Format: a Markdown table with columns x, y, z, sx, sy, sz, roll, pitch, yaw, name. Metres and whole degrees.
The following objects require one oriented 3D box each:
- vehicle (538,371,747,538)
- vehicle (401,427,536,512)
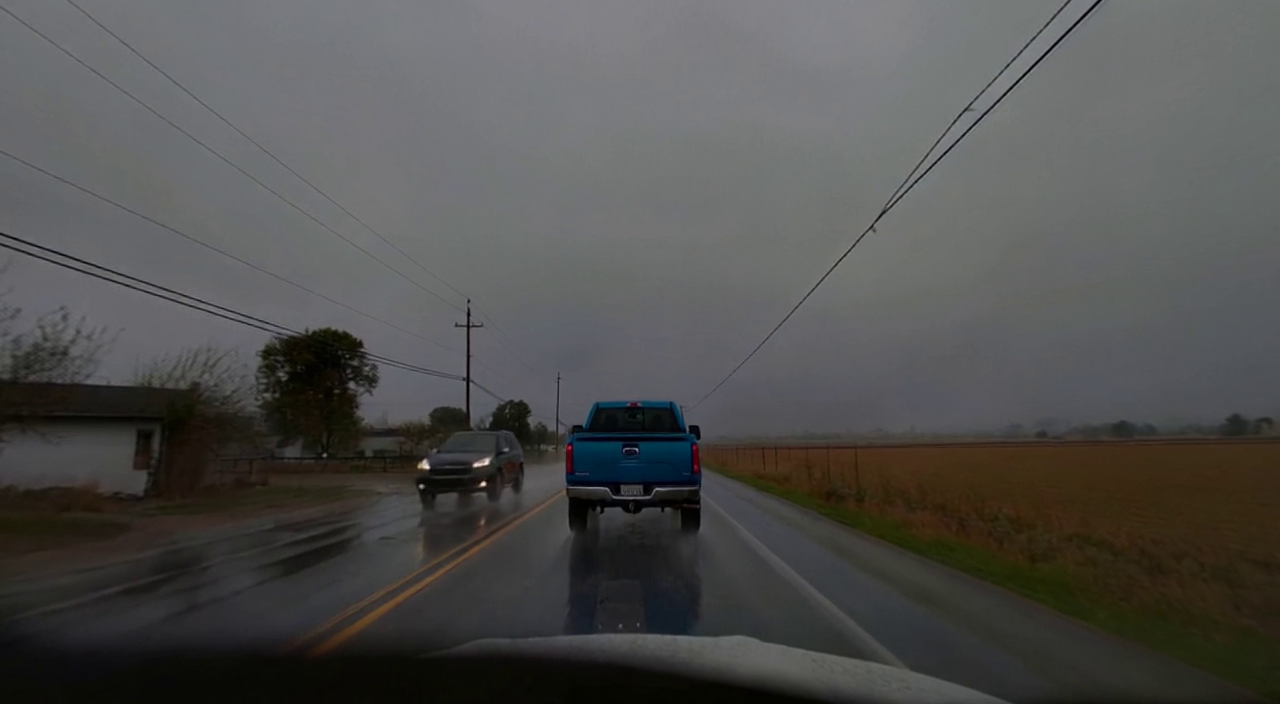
| x | y | z | sx | sy | sz | roll | pitch | yaw | name |
| --- | --- | --- | --- | --- | --- | --- | --- | --- | --- |
| -0.049 | 1.966 | 12.547 | 2.912 | 2.320 | 7.292 | 0 | -8 | -1 | vehicle |
| -3.910 | 2.765 | 15.291 | 2.051 | 1.735 | 4.259 | 0 | -8 | 0 | vehicle |
